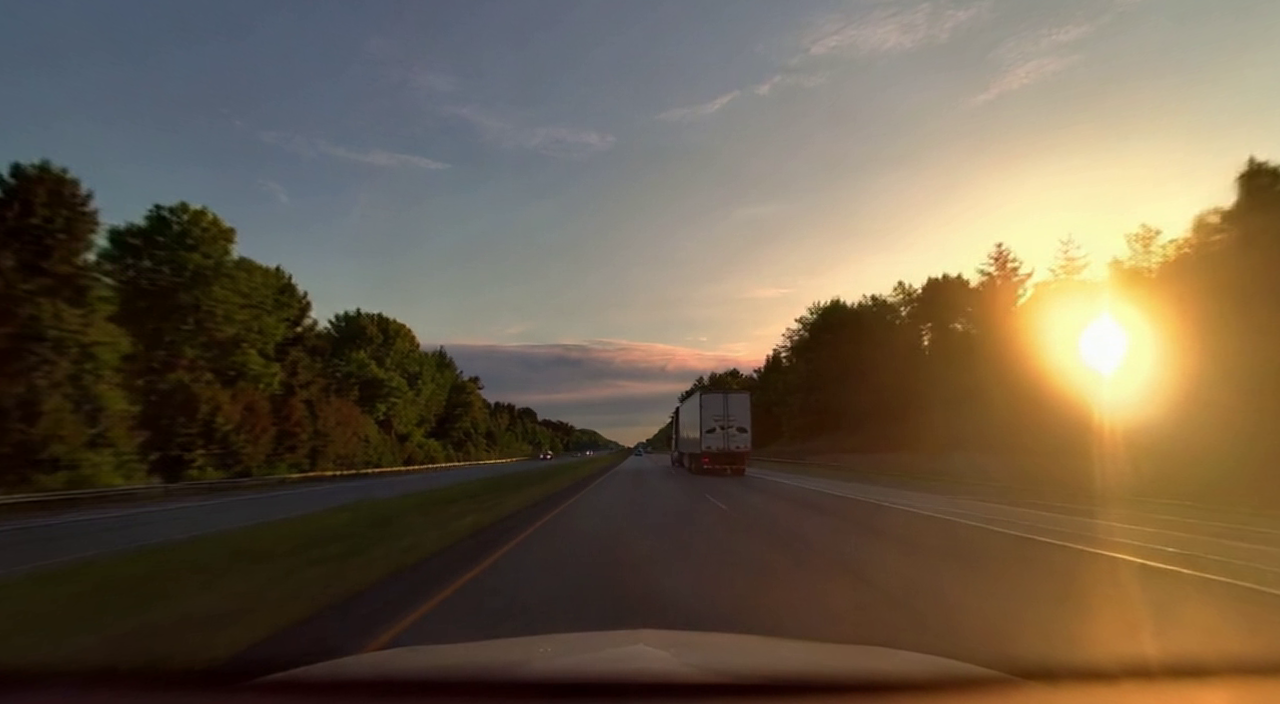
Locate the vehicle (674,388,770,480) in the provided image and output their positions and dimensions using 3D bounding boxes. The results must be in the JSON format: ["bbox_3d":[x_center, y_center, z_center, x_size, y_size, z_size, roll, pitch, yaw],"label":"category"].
[{"bbox_3d":[3.780,4.470,33.228,2.955,3.825,14.115,0,-9,-1],"label":"vehicle"}]
